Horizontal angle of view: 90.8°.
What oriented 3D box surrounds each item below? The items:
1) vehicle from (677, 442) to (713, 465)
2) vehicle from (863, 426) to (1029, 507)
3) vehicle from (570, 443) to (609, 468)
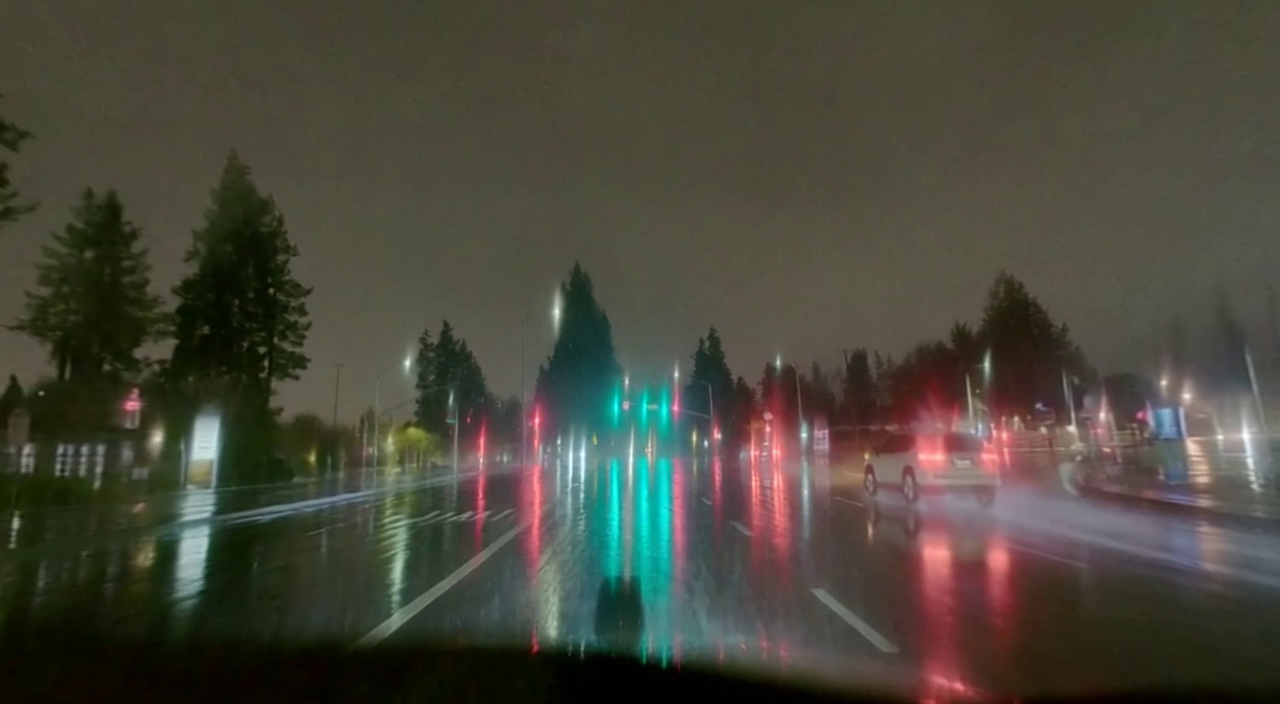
[{"bbox_3d":[3.652,6.858,42.894,2.029,1.442,4.054,0,-8,-1],"label":"vehicle"},{"bbox_3d":[7.101,2.687,15.248,1.950,1.668,4.053,0,-8,0],"label":"vehicle"},{"bbox_3d":[-3.065,6.386,39.318,2.049,1.449,4.213,0,-8,1],"label":"vehicle"}]
